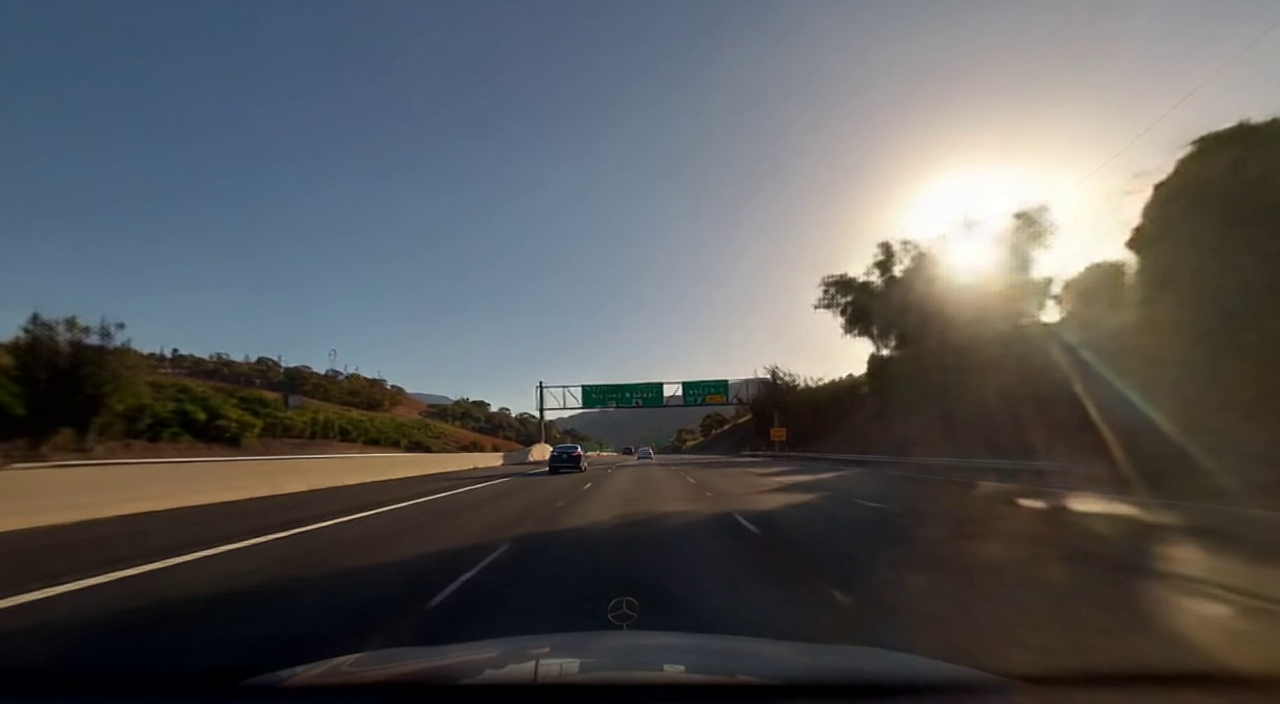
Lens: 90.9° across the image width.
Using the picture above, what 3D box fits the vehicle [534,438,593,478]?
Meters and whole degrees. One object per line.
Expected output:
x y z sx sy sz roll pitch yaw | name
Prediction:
-3.450 4.869 29.272 2.072 1.706 4.359 0 -8 1 | vehicle
